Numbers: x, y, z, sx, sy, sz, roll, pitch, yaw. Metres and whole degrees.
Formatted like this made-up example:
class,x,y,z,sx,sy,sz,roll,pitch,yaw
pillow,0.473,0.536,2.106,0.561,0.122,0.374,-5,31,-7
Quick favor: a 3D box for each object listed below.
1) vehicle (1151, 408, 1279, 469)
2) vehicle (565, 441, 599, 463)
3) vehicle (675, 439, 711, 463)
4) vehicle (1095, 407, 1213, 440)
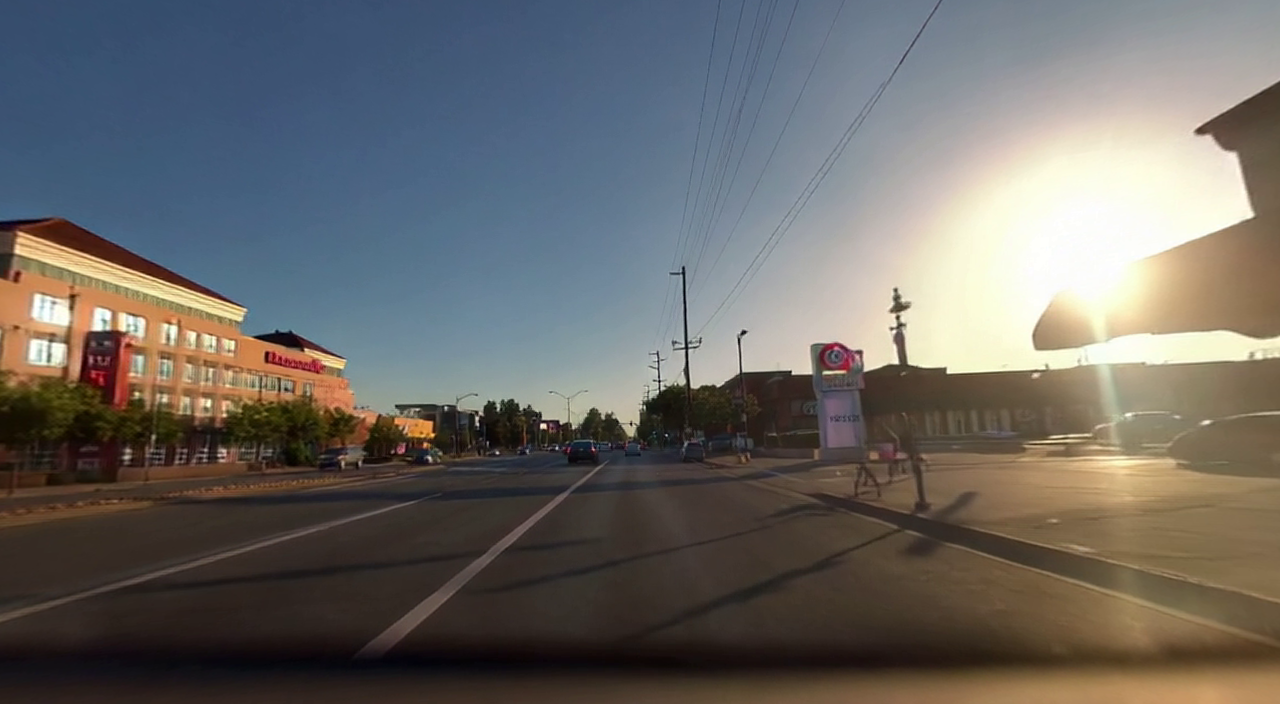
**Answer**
class,x,y,z,sx,sy,sz,roll,pitch,yaw
vehicle,16.347,2.222,16.152,2.150,1.463,4.524,5,-10,-33
vehicle,-4.292,7.537,47.721,2.179,1.490,4.742,0,-9,-1
vehicle,3.492,6.701,42.737,1.922,1.507,4.824,0,-9,-1
vehicle,33.570,4.782,41.479,2.071,1.958,5.485,4,-10,-27
